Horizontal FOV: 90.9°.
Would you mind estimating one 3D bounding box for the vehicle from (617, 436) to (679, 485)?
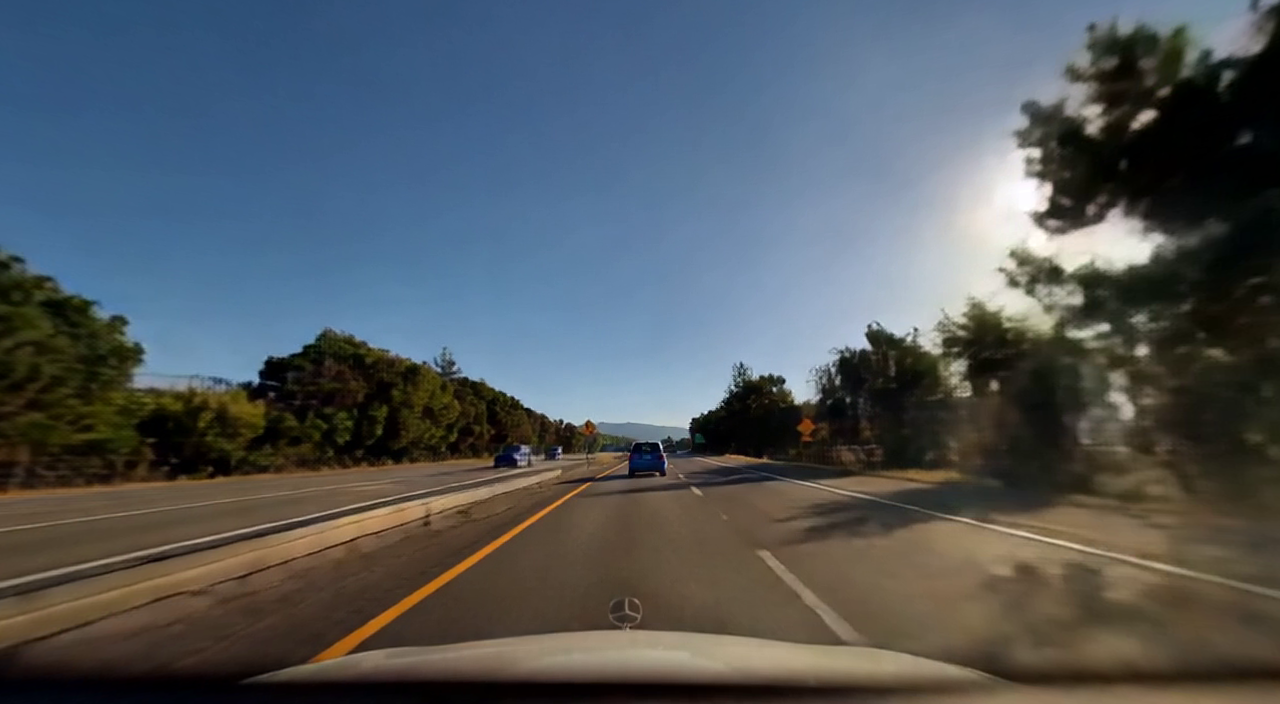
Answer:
[{"bbox_3d":[0.283,4.122,24.211,2.190,1.706,4.062,0,-9,0],"label":"vehicle"}]
